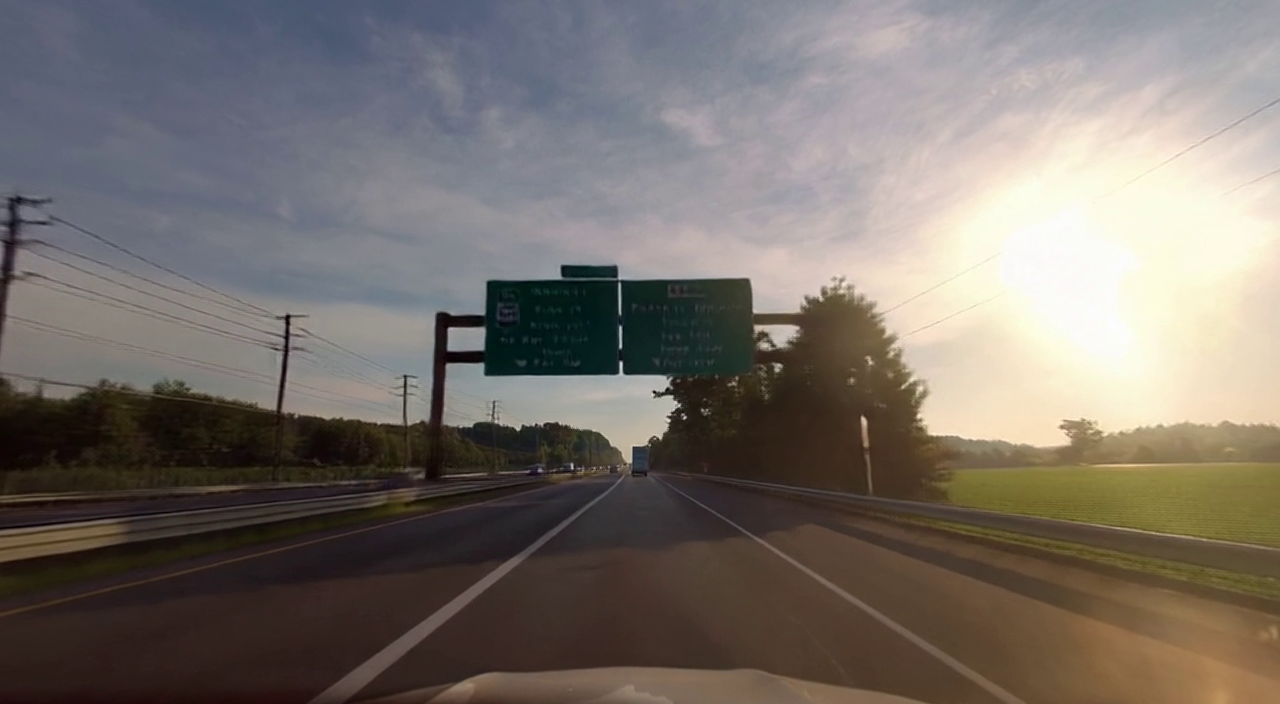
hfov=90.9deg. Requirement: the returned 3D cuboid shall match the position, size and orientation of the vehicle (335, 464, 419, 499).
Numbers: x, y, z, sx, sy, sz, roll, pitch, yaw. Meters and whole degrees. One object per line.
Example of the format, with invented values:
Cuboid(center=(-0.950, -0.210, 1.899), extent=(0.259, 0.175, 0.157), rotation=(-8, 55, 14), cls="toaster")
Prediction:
Cuboid(center=(-12.078, 5.968, 29.290), extent=(1.865, 1.450, 4.555), rotation=(1, -10, 0), cls="vehicle")
